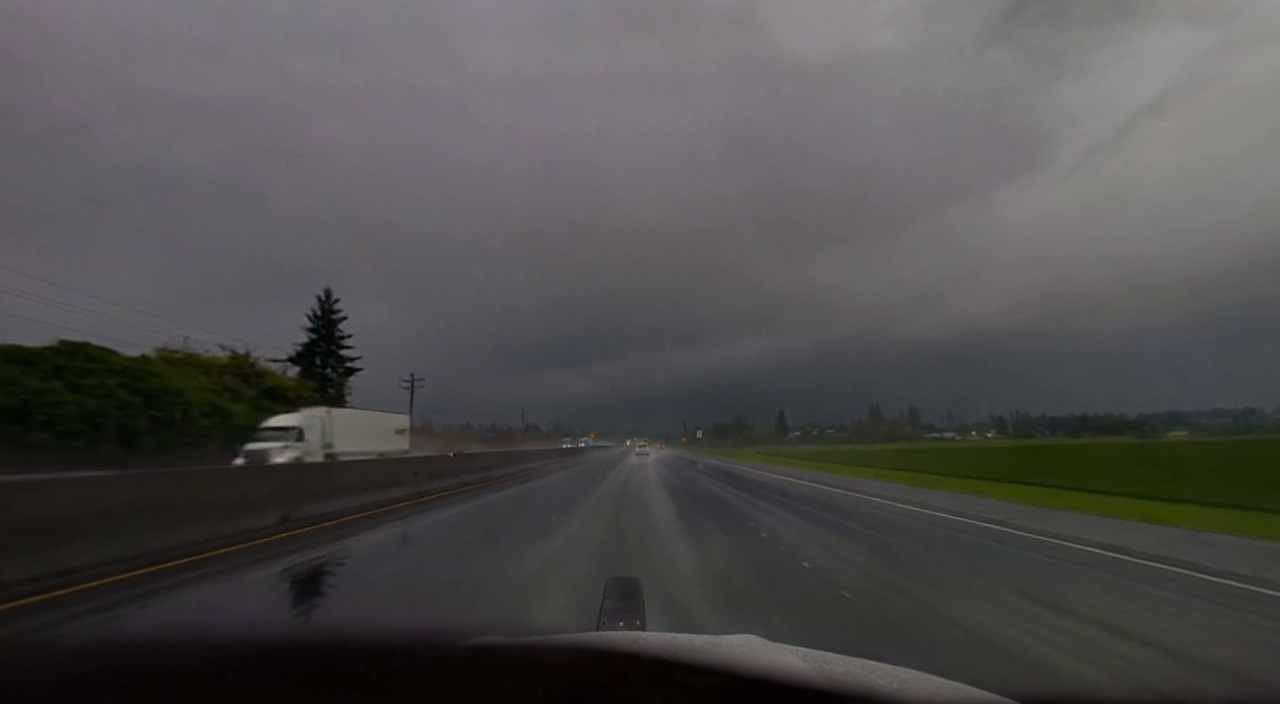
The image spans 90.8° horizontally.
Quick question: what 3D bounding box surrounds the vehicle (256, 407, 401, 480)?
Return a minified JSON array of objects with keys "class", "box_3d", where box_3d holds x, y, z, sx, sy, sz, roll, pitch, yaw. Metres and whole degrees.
[{"class":"vehicle","box_3d":[-19.163,5.880,40.181,3.069,3.882,11.694,0,-9,1]}]
